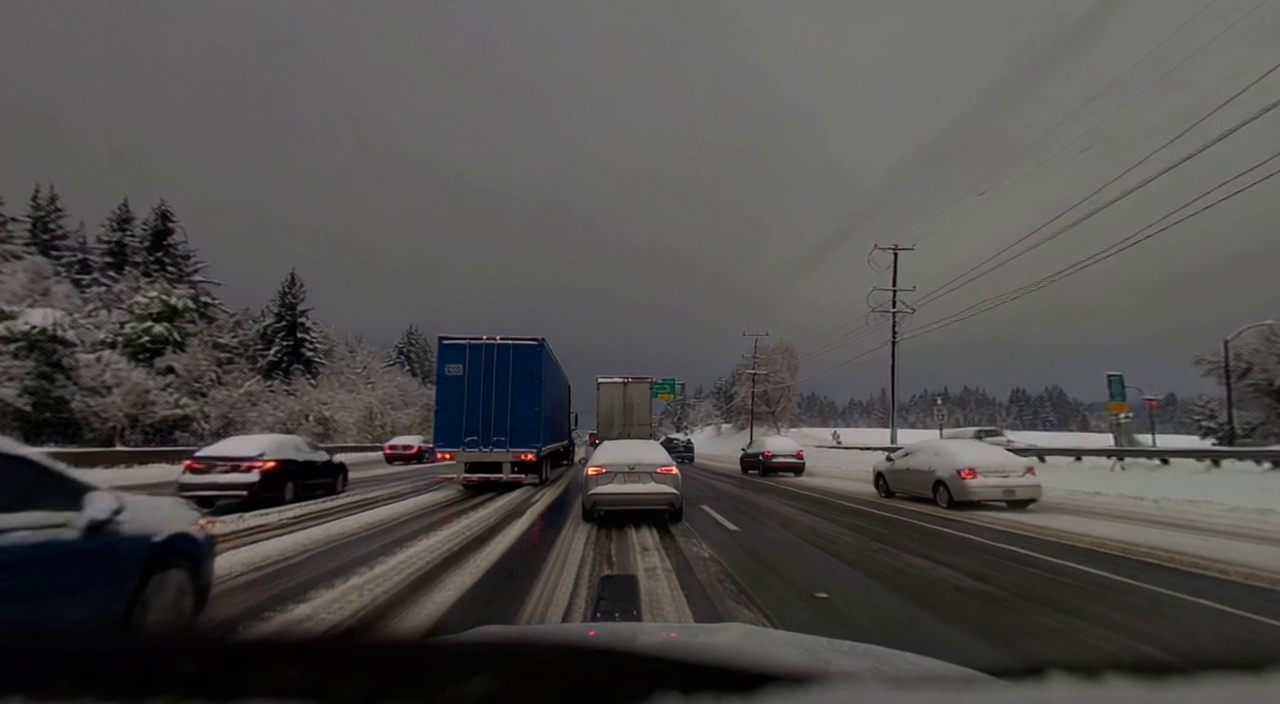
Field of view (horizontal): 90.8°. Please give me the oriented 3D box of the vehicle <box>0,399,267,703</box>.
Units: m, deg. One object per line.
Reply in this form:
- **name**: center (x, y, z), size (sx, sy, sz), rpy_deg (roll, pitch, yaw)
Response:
- **vehicle**: center (-3.631, 0.826, 1.877), size (2.090, 1.463, 4.968), rpy_deg (0, -9, -1)

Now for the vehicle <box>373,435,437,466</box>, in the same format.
- **vehicle**: center (-13.483, 5.697, 36.629), size (2.148, 1.678, 4.851), rpy_deg (1, -9, -4)

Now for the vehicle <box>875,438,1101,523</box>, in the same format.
- **vehicle**: center (6.670, 2.475, 12.778), size (1.878, 1.406, 4.164), rpy_deg (1, -9, -6)

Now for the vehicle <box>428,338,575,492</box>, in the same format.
- **vehicle**: center (-4.781, 3.100, 26.703), size (3.150, 4.298, 17.928), rpy_deg (0, -9, -3)

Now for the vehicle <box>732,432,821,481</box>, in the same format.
- **vehicle**: center (5.029, 3.919, 23.931), size (2.023, 1.676, 4.002), rpy_deg (1, -9, -7)

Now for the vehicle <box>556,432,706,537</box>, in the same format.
- **vehicle**: center (-0.221, 2.183, 10.998), size (2.112, 1.463, 4.012), rpy_deg (0, -9, -3)
